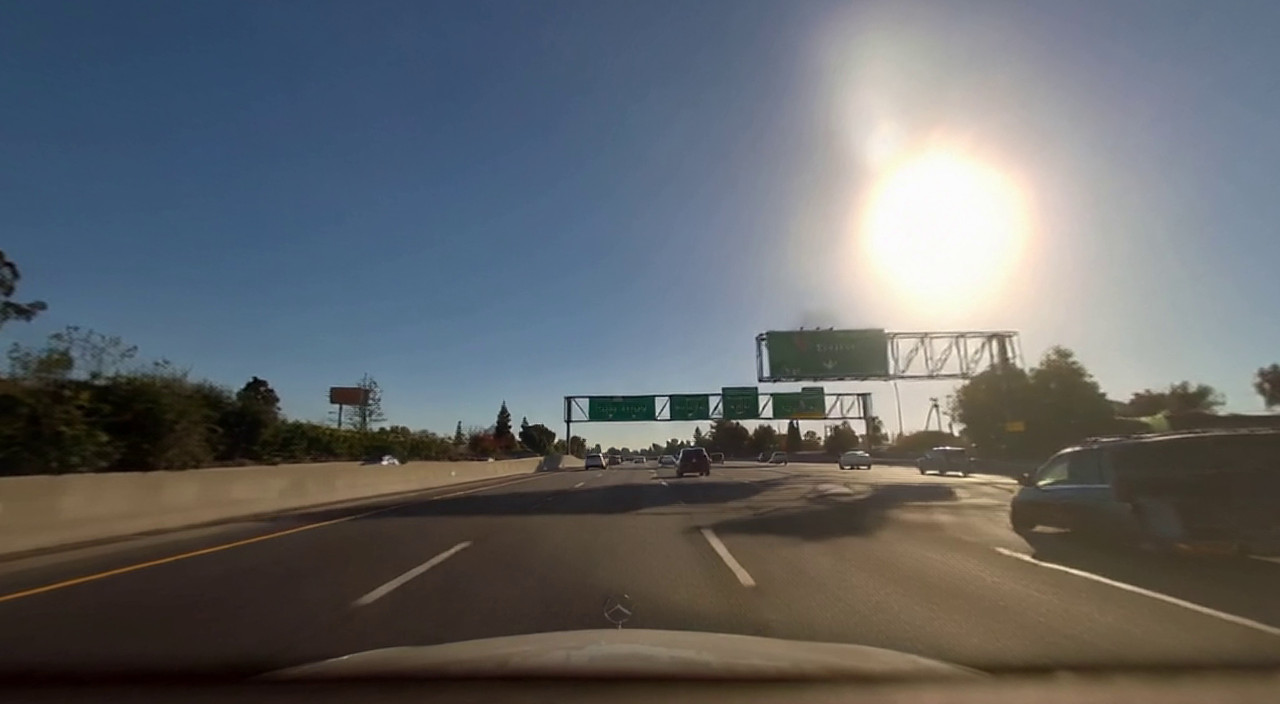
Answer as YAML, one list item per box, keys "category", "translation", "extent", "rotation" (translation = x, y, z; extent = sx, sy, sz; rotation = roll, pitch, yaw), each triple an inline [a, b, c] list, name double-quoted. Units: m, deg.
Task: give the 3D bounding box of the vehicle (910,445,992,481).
- category: "vehicle"
  translation: [16.512, 5.898, 33.748]
  extent: [2.116, 1.754, 4.727]
  rotation: [0, -9, 2]

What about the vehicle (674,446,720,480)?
- category: "vehicle"
  translation: [3.171, 6.268, 35.887]
  extent: [2.147, 1.794, 4.538]
  rotation: [0, -9, -1]
